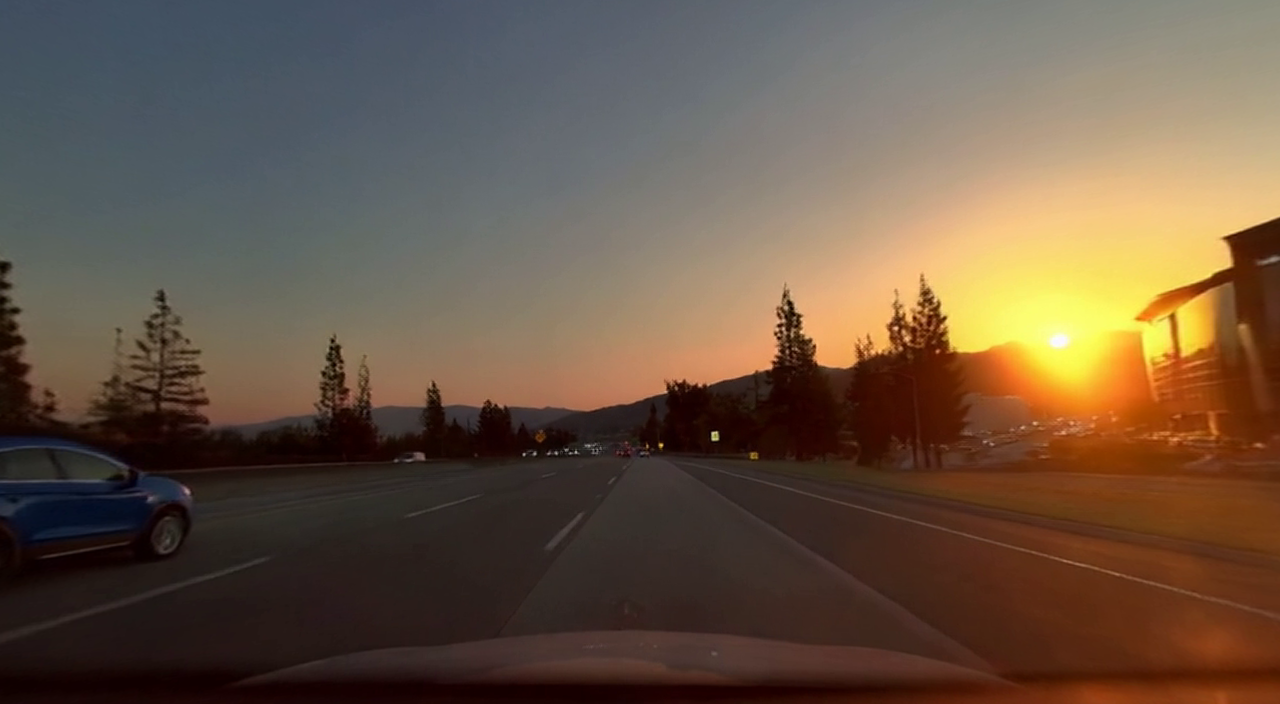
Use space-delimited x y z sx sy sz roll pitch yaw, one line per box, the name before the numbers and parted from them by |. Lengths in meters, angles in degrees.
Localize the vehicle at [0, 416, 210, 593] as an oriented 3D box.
vehicle | -7.299 1.564 6.675 2.148 1.709 4.678 0 -8 1
